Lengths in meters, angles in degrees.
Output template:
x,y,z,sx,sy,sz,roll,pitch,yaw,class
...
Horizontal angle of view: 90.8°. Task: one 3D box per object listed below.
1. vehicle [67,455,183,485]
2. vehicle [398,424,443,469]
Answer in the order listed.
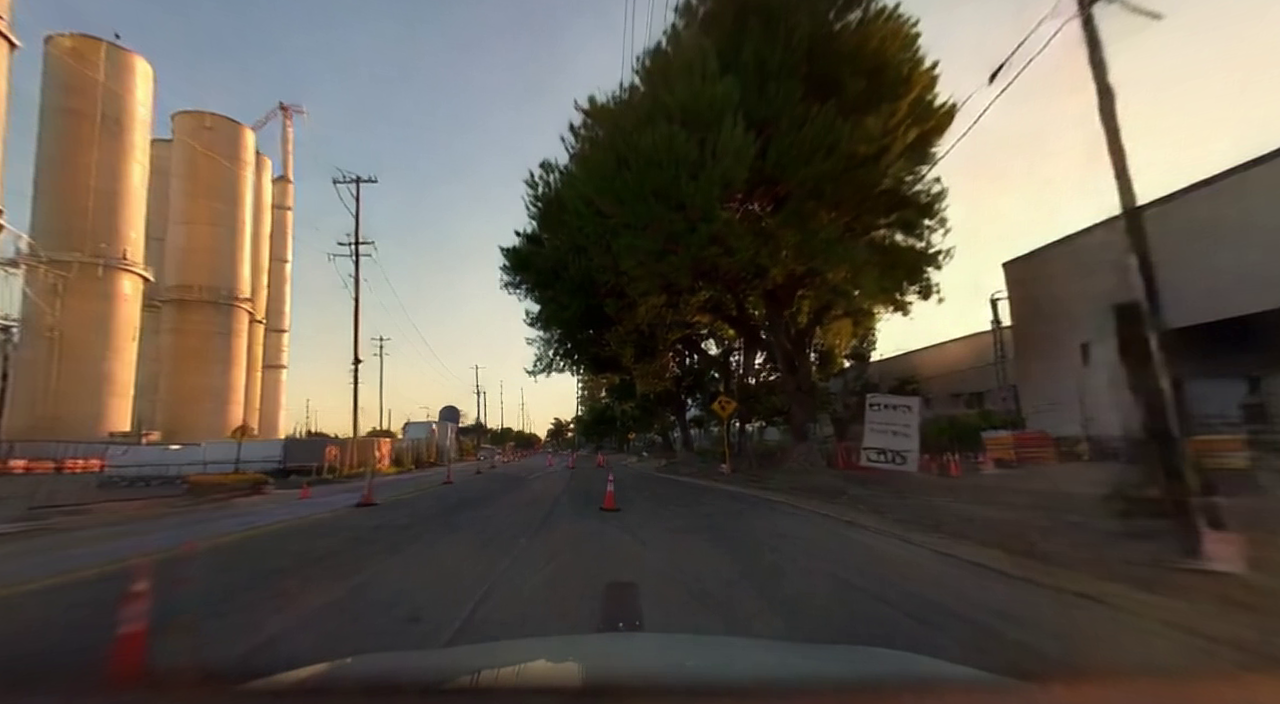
x,y,z,sx,sy,sz,roll,pitch,yaw,class
-26.452,6.075,32.586,4.184,1.411,1.855,1,-9,-5,vehicle
-16.986,7.306,48.877,2.905,3.133,7.675,3,-9,-19,vehicle
